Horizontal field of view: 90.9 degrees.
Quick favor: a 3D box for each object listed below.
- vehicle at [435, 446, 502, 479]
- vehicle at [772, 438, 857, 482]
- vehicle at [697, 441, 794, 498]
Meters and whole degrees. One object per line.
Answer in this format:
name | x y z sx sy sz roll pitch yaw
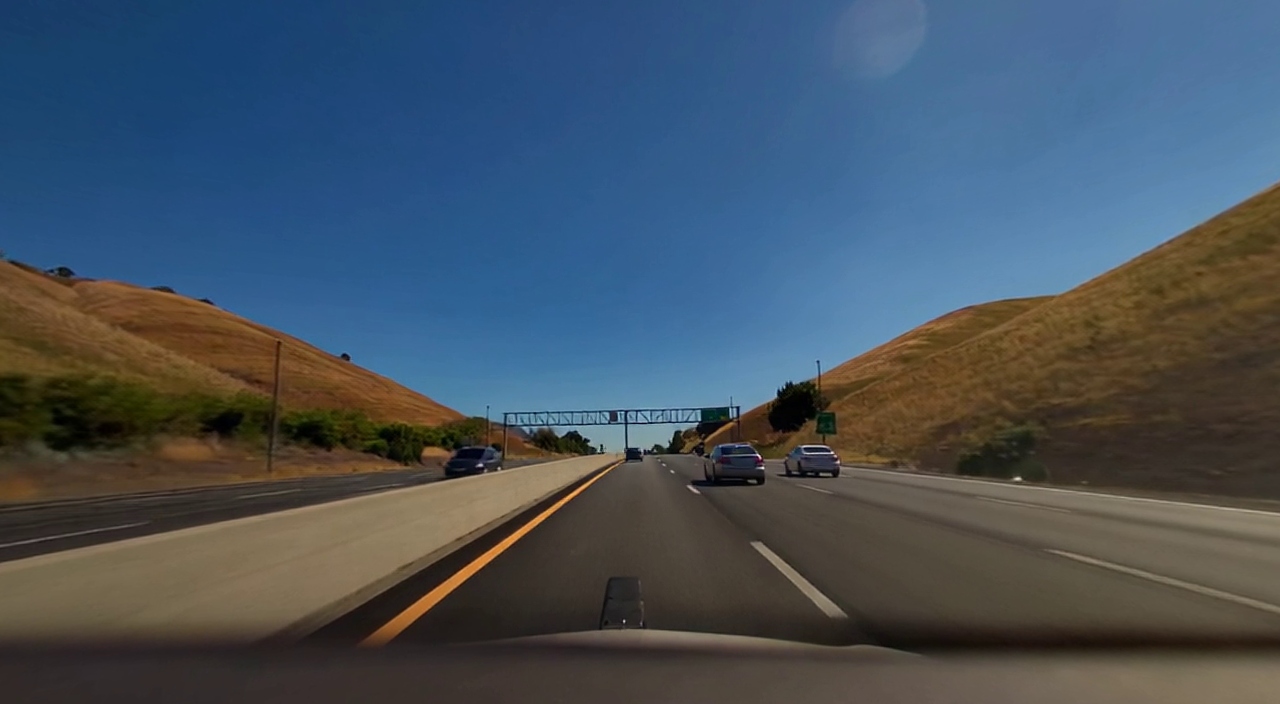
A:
vehicle | -8.690 5.645 32.403 2.163 1.544 4.355 0 -8 0
vehicle | 6.719 4.195 24.890 1.988 1.530 4.777 0 -8 0
vehicle | 2.874 3.303 18.177 2.044 1.444 4.216 0 -8 -1
